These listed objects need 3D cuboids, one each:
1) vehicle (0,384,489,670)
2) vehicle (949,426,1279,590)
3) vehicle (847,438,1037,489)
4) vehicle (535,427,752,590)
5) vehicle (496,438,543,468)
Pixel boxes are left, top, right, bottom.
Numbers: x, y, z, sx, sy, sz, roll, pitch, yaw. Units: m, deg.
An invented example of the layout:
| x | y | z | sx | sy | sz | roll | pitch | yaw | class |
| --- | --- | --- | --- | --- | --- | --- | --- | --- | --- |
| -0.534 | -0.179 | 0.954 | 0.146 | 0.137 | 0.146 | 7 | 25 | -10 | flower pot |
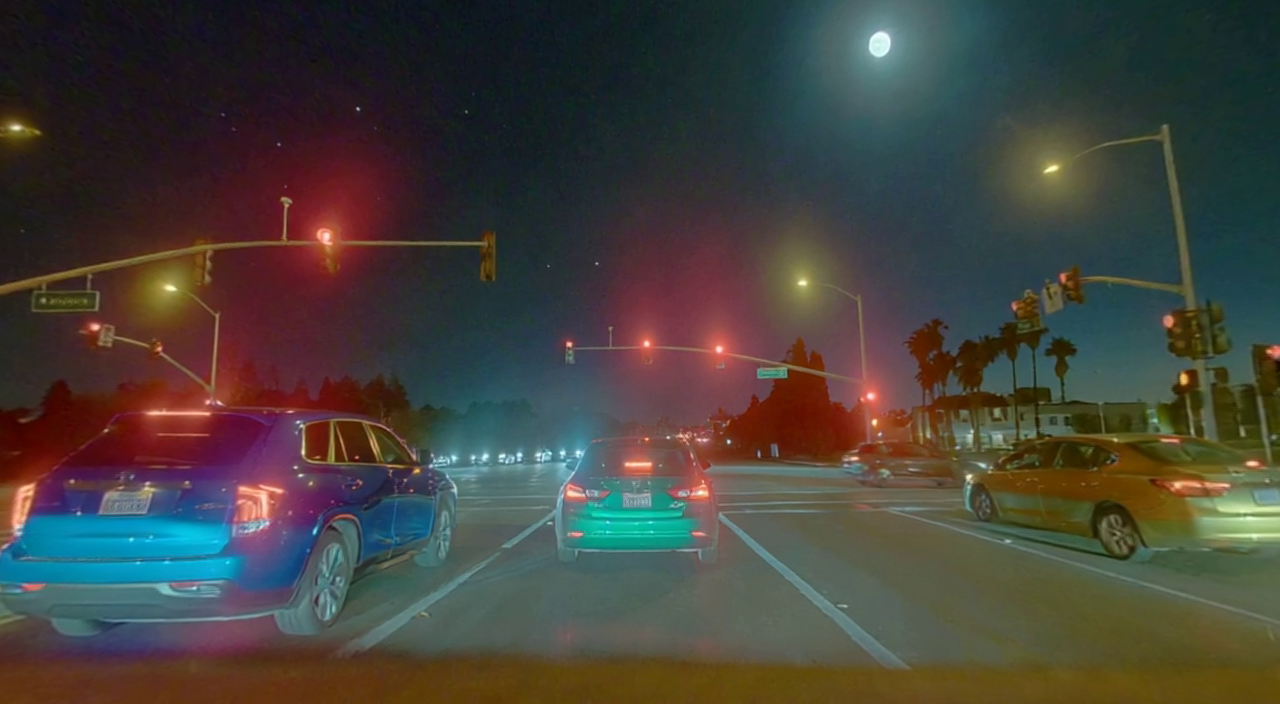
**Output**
| x | y | z | sx | sy | sz | roll | pitch | yaw | class |
| --- | --- | --- | --- | --- | --- | --- | --- | --- | --- |
| -3.102 | 1.369 | 6.071 | 2.051 | 1.682 | 4.467 | 0 | -8 | 2 | vehicle |
| 6.088 | 1.761 | 8.083 | 1.970 | 1.489 | 4.482 | 0 | -8 | -1 | vehicle |
| 9.214 | 3.429 | 19.586 | 4.891 | 1.477 | 1.910 | 0 | -8 | 0 | vehicle |
| 0.001 | 1.704 | 7.722 | 1.942 | 1.445 | 3.973 | 0 | -8 | -1 | vehicle |
| -7.935 | 6.689 | 42.028 | 2.130 | 1.810 | 4.450 | -2 | -8 | 2 | vehicle |
